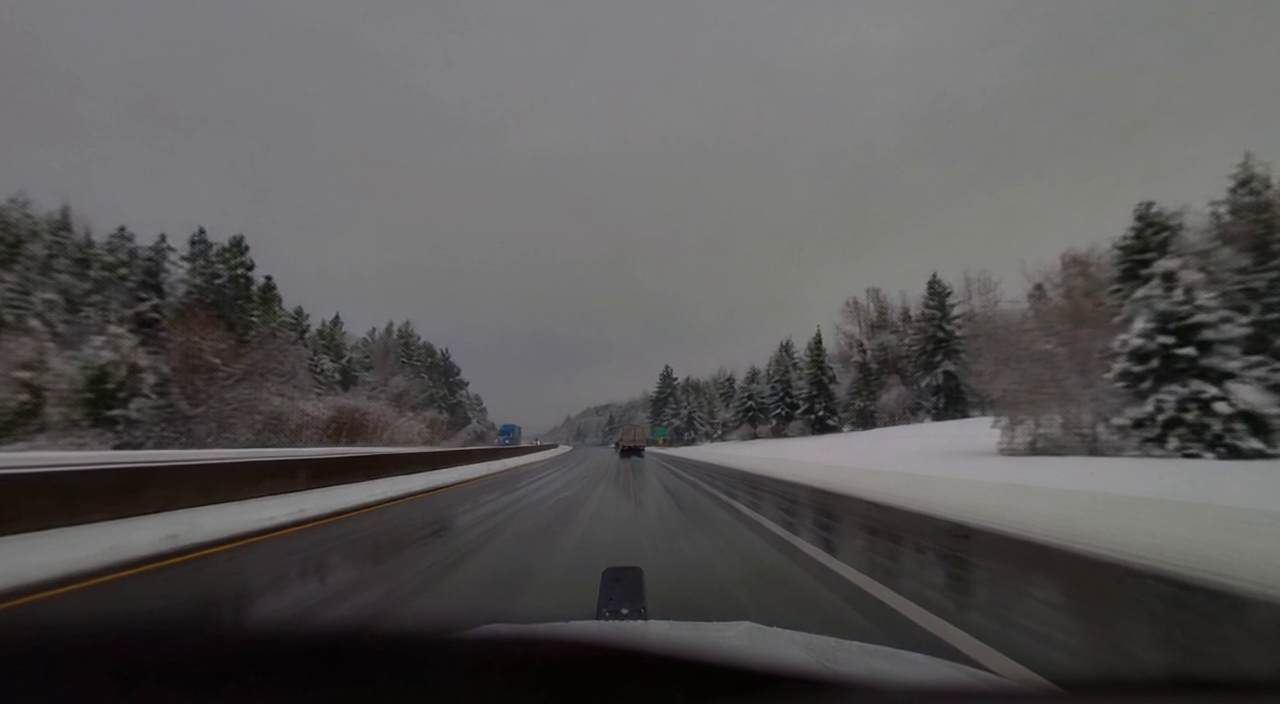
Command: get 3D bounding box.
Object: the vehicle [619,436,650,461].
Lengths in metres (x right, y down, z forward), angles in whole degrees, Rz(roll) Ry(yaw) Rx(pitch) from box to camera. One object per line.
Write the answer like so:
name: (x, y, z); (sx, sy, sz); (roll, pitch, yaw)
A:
vehicle: (-0.472, 7.134, 46.467); (2.079, 1.729, 4.380); (0, -8, -3)
